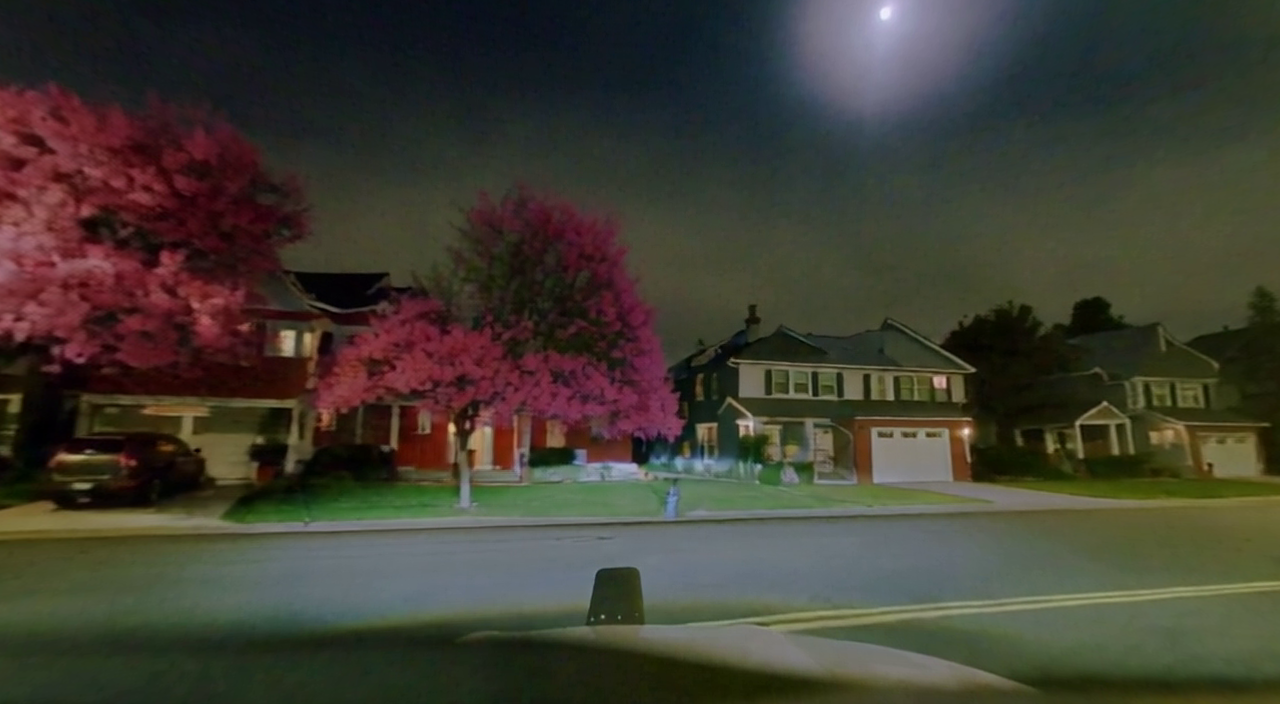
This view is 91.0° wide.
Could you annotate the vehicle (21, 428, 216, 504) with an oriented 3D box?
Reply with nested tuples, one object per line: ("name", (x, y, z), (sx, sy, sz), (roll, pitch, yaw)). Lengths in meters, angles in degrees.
("vehicle", (-11.993, 2.623, 14.928), (1.968, 1.491, 4.486), (3, -9, -18))
